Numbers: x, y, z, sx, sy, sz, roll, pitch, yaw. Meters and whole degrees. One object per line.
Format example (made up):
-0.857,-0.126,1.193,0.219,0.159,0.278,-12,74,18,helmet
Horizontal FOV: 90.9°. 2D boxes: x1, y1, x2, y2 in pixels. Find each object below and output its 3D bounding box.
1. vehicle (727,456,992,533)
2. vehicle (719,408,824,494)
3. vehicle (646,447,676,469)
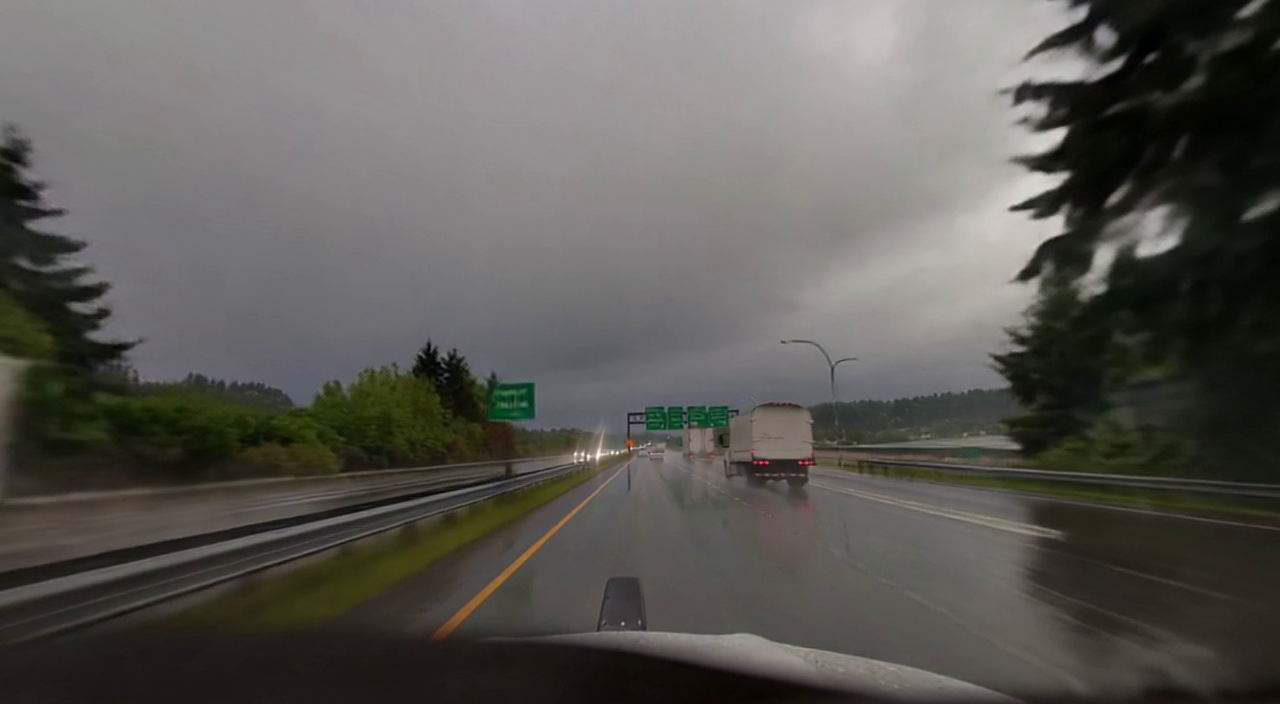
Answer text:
4.681,3.533,17.426,2.472,1.036,13.239,-2,-9,-1,vehicle
4.670,3.677,23.682,2.569,2.783,5.984,0,-9,-1,vehicle
1.445,7.502,44.718,2.049,1.500,3.790,0,-9,1,vehicle
